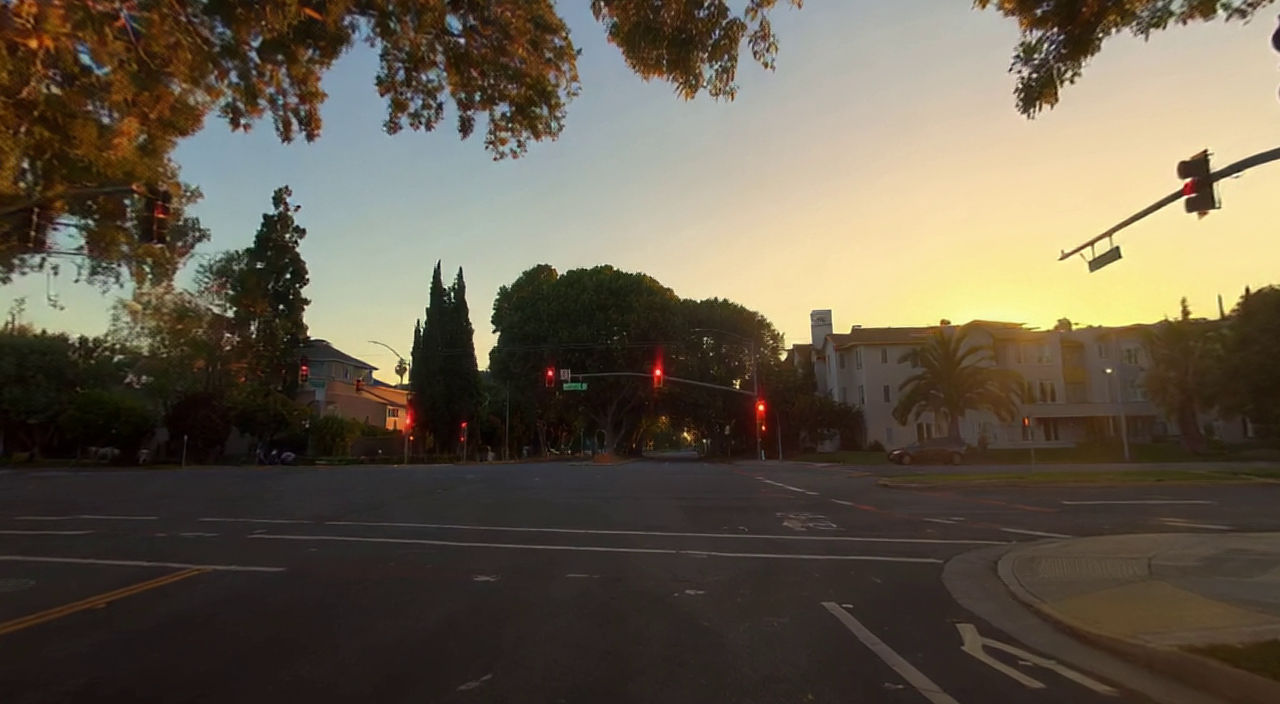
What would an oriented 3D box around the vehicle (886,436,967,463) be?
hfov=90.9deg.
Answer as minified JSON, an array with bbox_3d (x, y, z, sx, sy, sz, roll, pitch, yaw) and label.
[{"bbox_3d":[16.109,5.506,35.586,3.952,1.468,1.768,-4,-9,22],"label":"vehicle"}]
